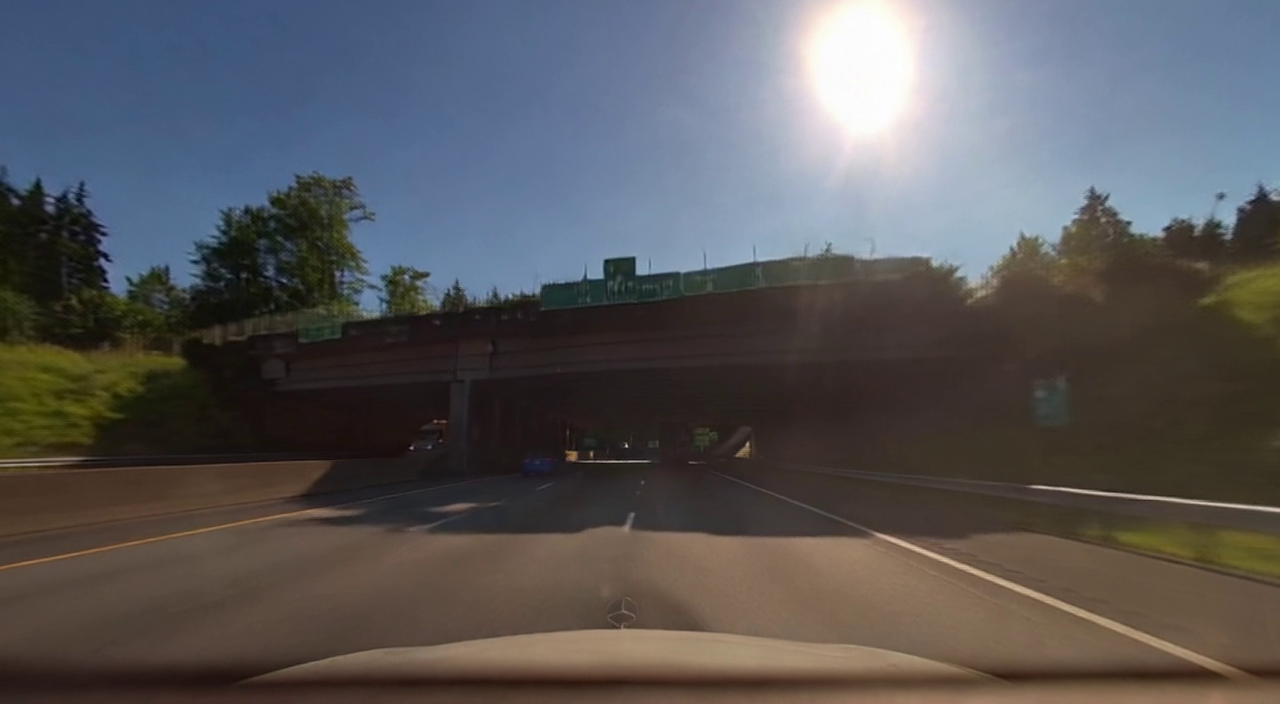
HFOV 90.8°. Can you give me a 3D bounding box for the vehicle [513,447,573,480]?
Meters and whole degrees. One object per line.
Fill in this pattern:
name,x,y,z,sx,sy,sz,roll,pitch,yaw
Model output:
vehicle,-4.692,5.470,31.271,2.038,1.489,4.603,-1,-9,2
